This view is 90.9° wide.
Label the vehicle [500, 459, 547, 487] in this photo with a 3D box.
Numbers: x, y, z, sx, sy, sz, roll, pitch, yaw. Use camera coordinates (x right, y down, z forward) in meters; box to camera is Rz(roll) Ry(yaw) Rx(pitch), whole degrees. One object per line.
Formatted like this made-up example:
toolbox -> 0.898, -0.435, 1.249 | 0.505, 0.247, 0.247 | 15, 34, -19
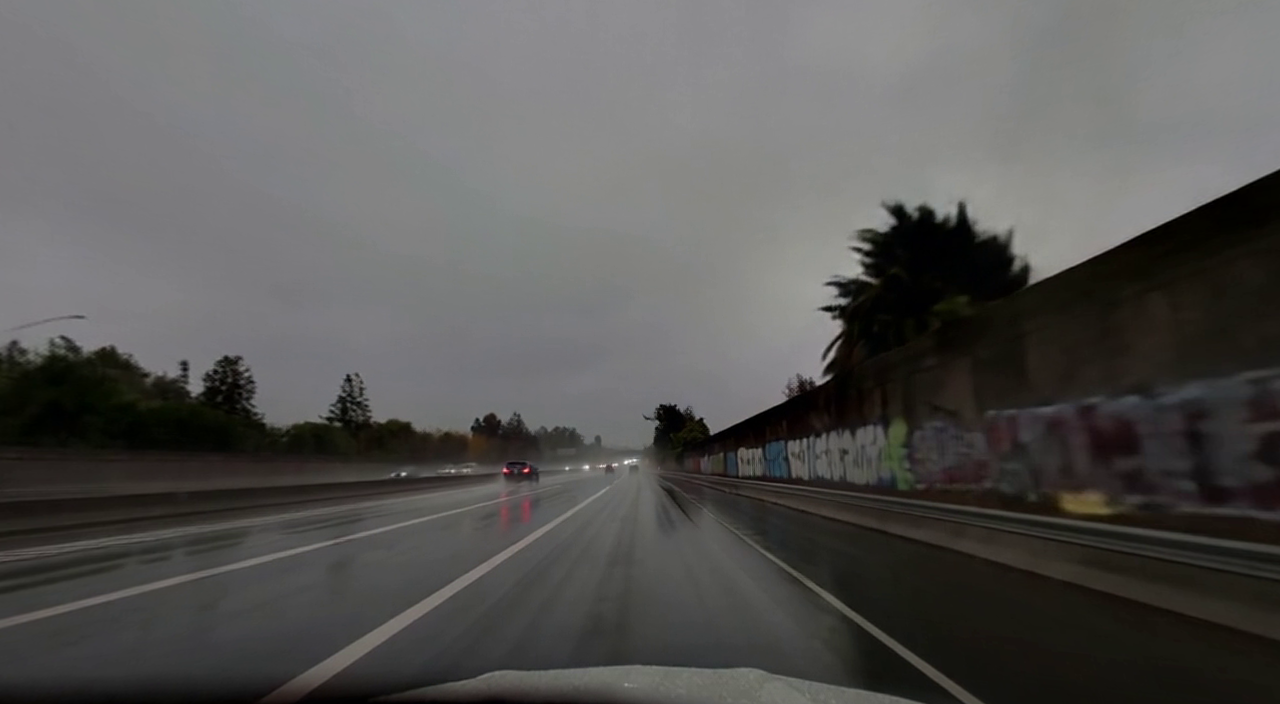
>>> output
vehicle -> -7.267, 7.608, 39.808 | 2.124, 1.630, 4.416 | 1, -10, 0
